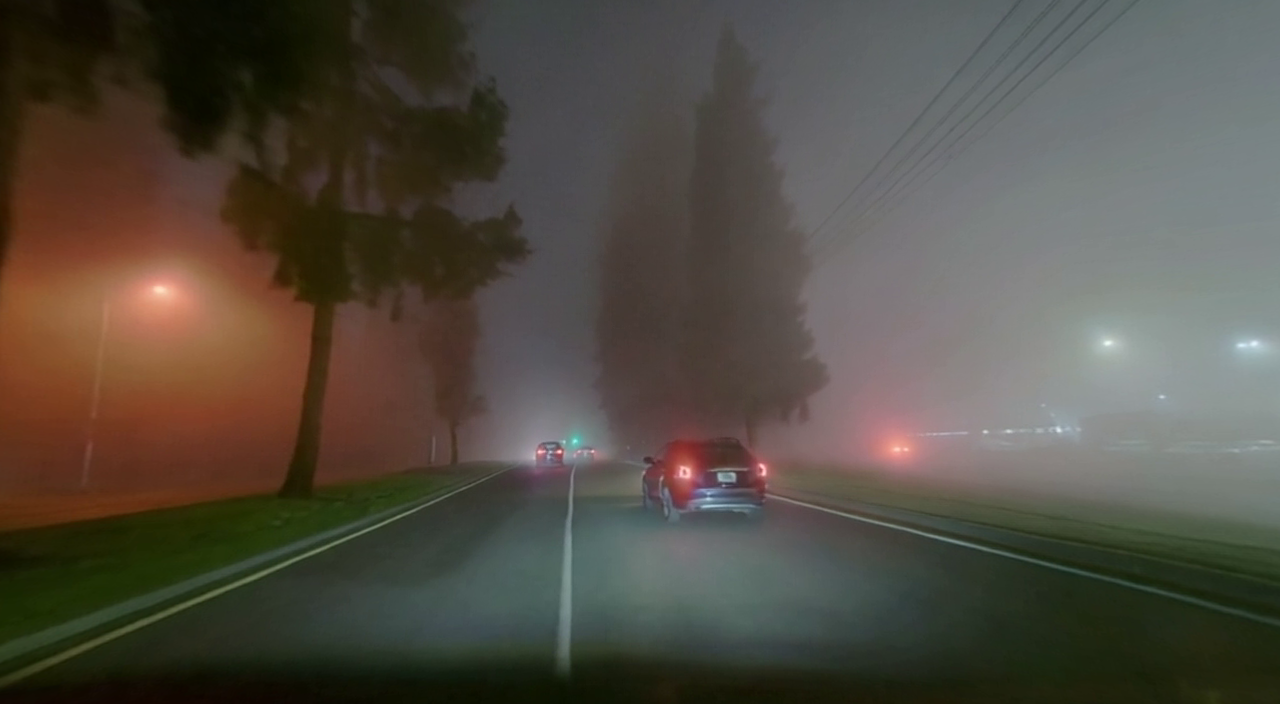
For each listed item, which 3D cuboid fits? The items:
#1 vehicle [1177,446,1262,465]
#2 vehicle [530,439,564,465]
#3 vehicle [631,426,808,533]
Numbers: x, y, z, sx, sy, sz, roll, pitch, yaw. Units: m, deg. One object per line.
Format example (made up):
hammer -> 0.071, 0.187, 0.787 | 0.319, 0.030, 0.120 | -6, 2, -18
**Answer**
vehicle -> 43.345, 7.729, 47.205 | 1.733, 1.399, 4.510 | 1, -9, -7
vehicle -> -6.481, 7.042, 44.443 | 2.189, 1.776, 4.342 | 1, -9, -6
vehicle -> 1.204, 2.325, 12.168 | 2.235, 1.597, 4.918 | 1, -9, -7
